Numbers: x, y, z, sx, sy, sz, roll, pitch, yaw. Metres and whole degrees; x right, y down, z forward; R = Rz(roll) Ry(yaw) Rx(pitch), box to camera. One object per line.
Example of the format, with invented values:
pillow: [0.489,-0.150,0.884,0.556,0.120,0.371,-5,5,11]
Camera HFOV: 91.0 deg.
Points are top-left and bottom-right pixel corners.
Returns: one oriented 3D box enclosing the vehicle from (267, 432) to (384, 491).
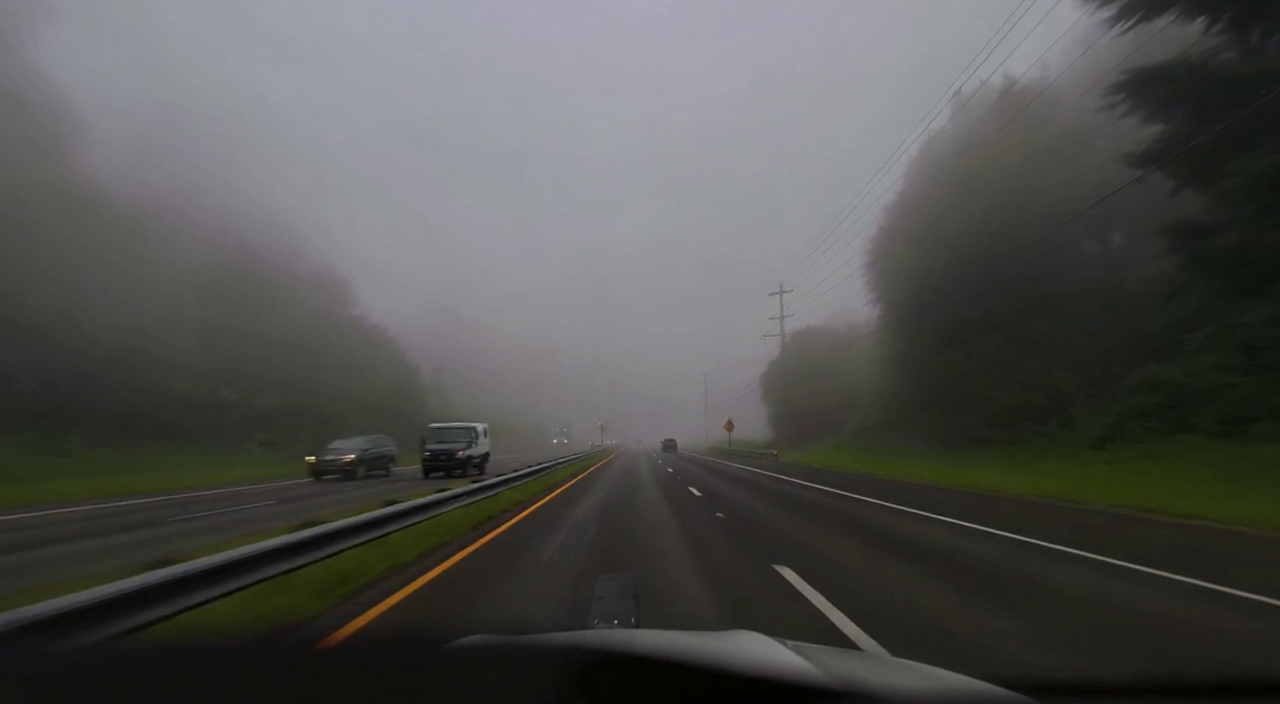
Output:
vehicle: [-11.119,3.882,22.684,1.922,1.863,4.506,0,-8,-1]

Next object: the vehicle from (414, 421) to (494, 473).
vehicle: [-7.723,3.983,26.599,1.994,1.985,4.524,-1,-8,0]
